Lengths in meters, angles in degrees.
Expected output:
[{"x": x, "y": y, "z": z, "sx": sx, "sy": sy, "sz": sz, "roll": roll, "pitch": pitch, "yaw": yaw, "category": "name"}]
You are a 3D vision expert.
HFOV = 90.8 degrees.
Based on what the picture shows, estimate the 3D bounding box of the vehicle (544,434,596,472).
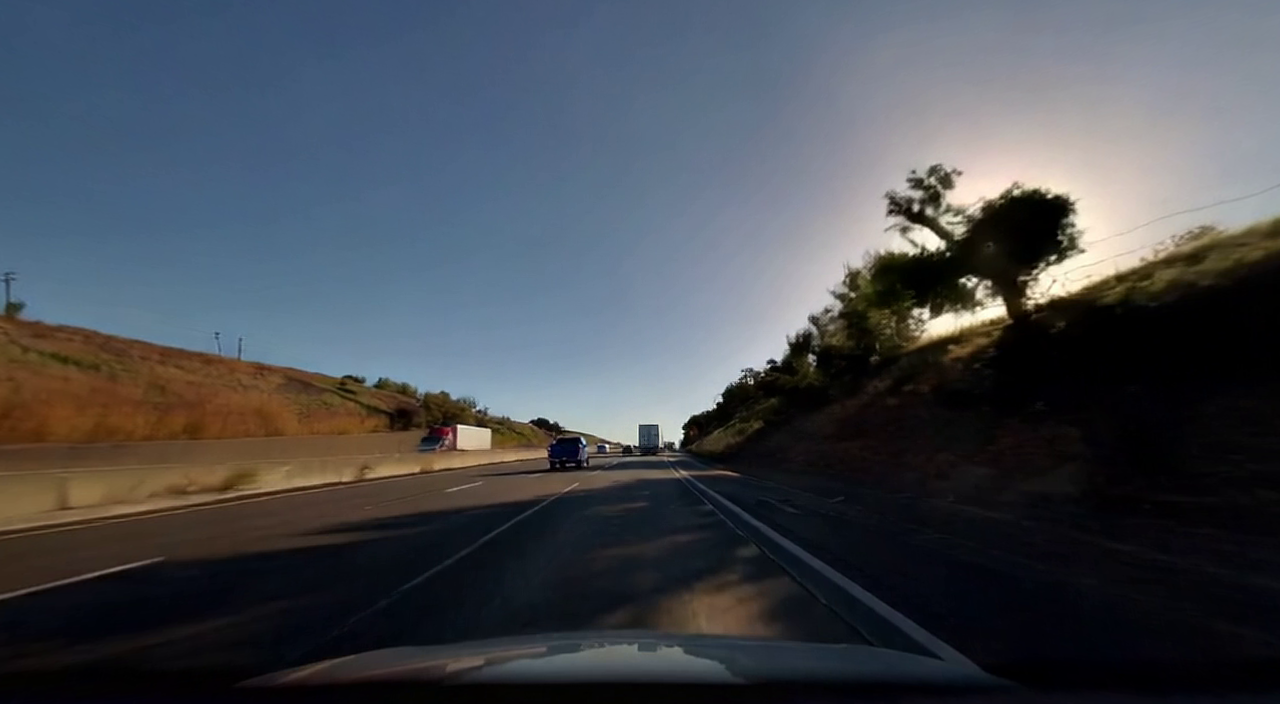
[{"x": -3.781, "y": 5.568, "z": 34.935, "sx": 2.216, "sy": 1.949, "sz": 5.237, "roll": 0, "pitch": -9, "yaw": 1, "category": "vehicle"}]
